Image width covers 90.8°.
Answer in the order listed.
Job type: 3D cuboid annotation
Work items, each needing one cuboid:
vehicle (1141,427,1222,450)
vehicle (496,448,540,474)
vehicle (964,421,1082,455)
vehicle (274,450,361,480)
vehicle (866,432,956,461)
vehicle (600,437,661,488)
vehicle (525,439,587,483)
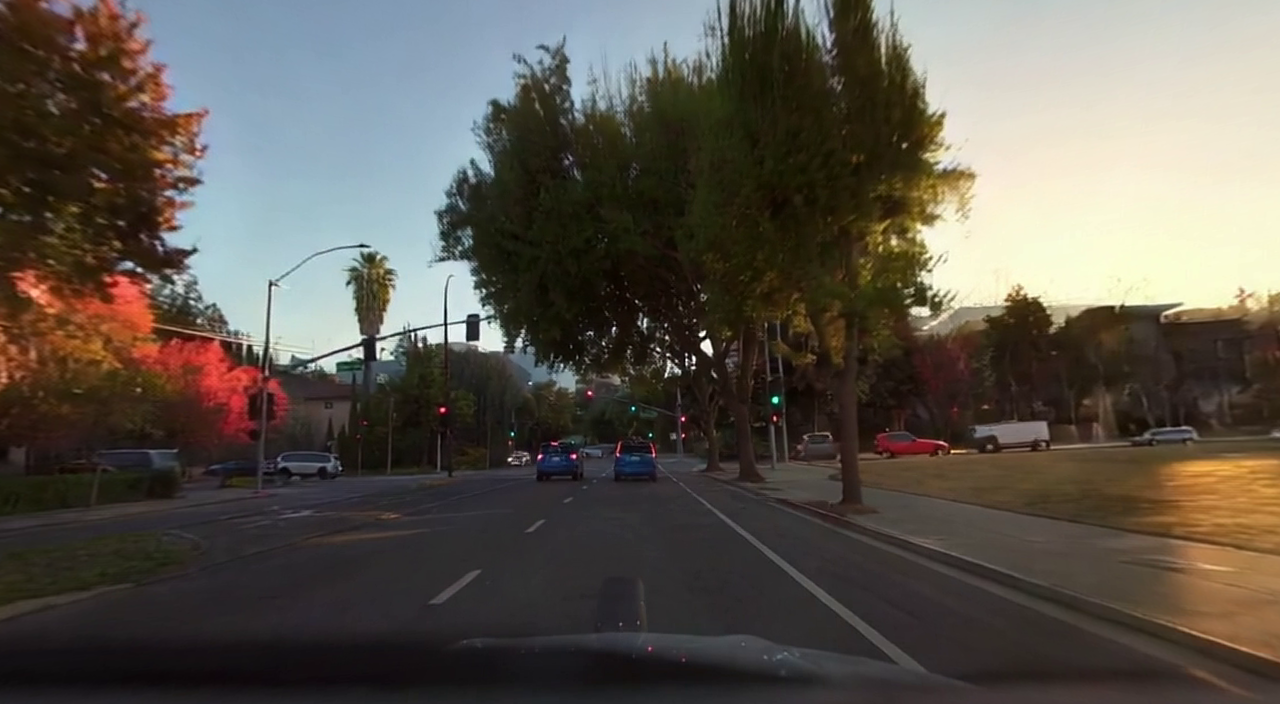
[{"bbox_3d":[36.722,5.887,42.862,3.873,1.546,1.842,1,-8,-5],"label":"vehicle"},{"bbox_3d":[-7.996,7.155,41.729,1.986,1.637,4.324,0,-9,0],"label":"vehicle"},{"bbox_3d":[25.603,5.794,42.412,6.325,2.155,2.457,0,-9,-4],"label":"vehicle"},{"bbox_3d":[-21.263,7.474,41.830,4.521,1.753,2.148,1,-10,0],"label":"vehicle"},{"bbox_3d":[17.746,6.224,41.486,4.932,1.827,2.031,0,-9,-4],"label":"vehicle"},{"bbox_3d":[-0.346,4.218,24.441,2.088,1.735,4.801,0,-9,0],"label":"vehicle"},{"bbox_3d":[-3.600,4.769,27.860,2.097,1.755,4.336,0,-9,0],"label":"vehicle"}]
